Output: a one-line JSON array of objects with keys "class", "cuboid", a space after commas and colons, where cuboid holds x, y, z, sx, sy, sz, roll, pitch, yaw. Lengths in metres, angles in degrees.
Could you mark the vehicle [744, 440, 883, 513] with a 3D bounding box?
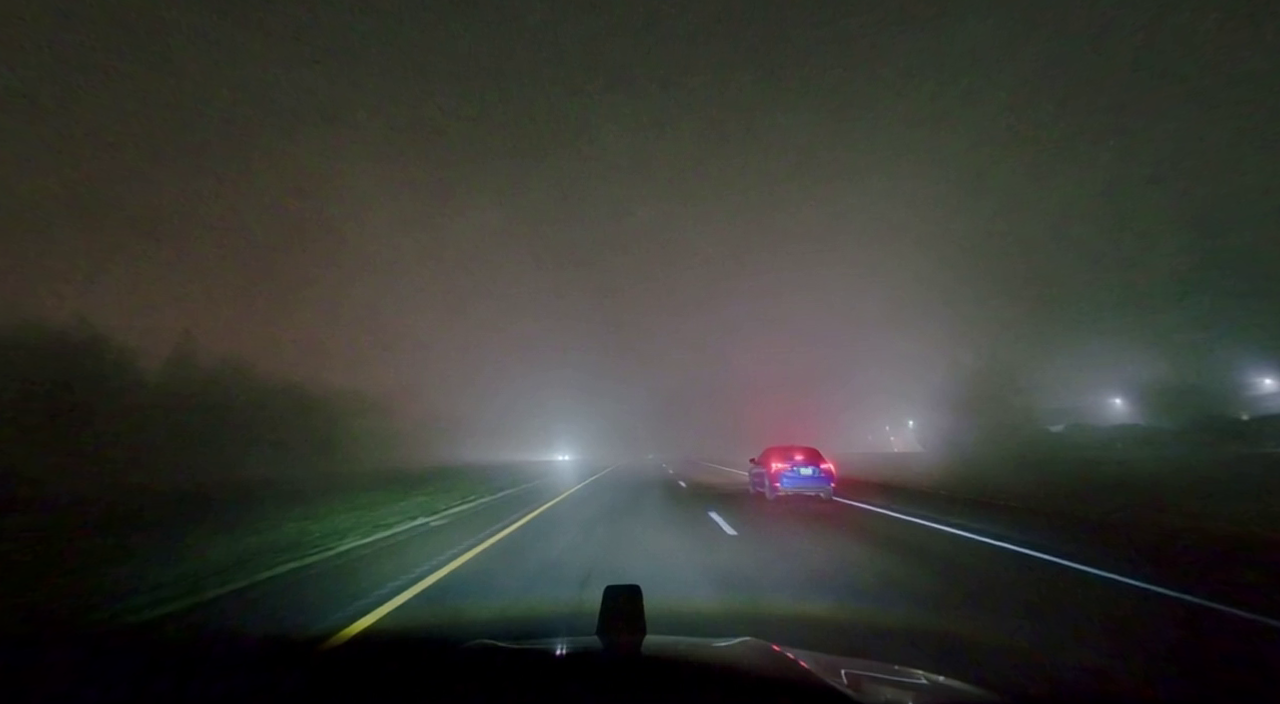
[{"class": "vehicle", "cuboid": [4.048, 2.978, 15.719, 2.053, 1.490, 4.799, 0, -8, -1]}]
